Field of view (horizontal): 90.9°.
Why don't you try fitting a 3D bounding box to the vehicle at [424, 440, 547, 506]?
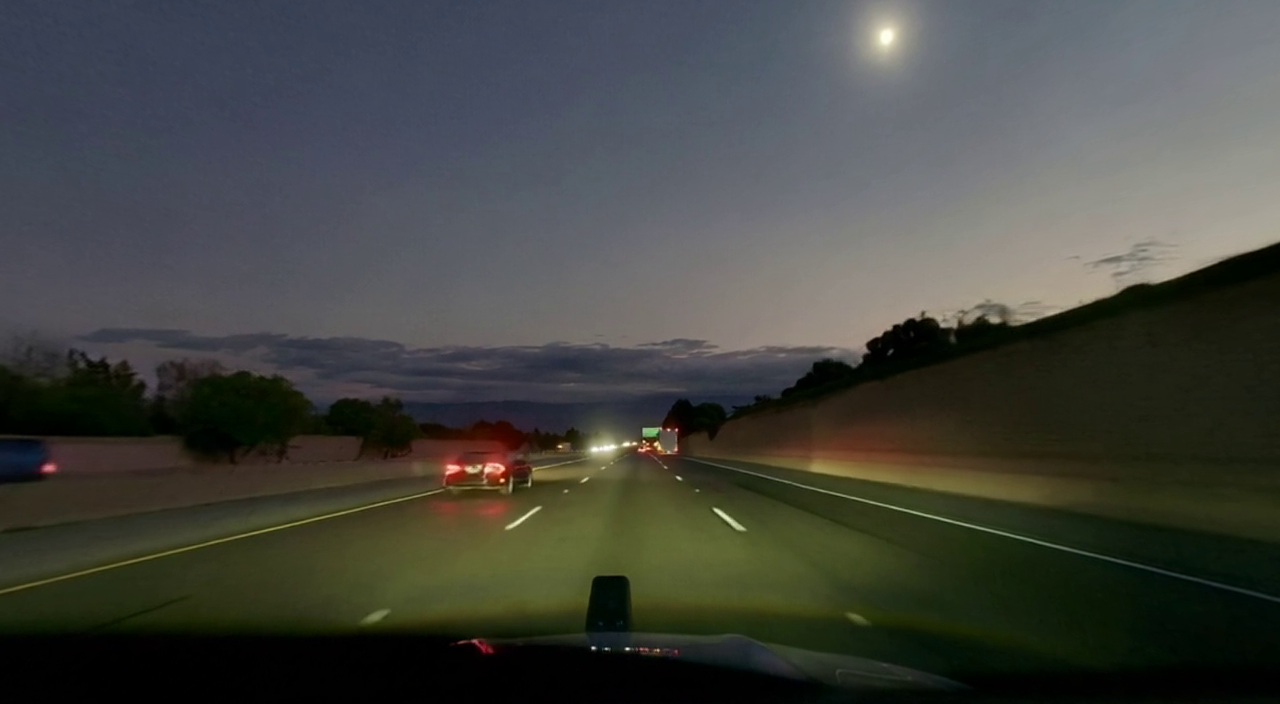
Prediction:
[{"bbox_3d":[-4.120,3.318,17.880,2.129,1.559,5.272,0,-9,1],"label":"vehicle"}]
